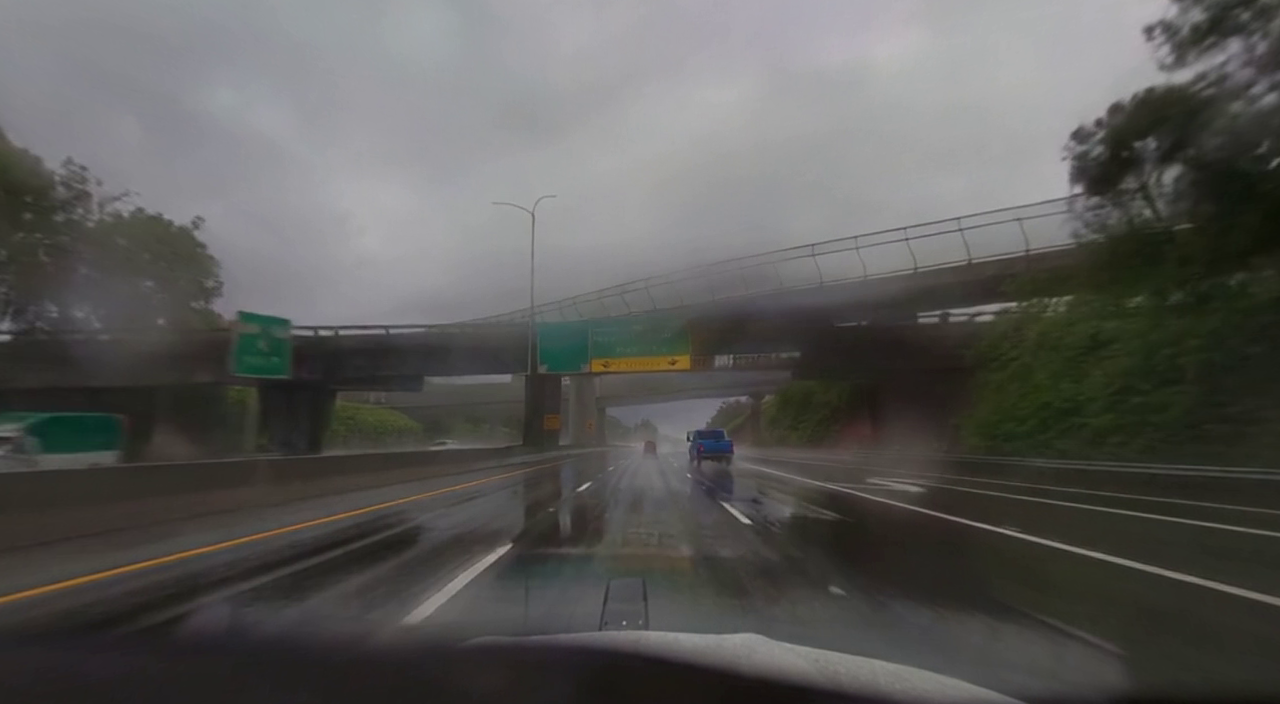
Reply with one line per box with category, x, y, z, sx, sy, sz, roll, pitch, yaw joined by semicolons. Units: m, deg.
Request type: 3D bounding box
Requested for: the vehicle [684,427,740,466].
vehicle;4.021;5.426;36.171;2.505;2.020;5.532;0;-8;0
